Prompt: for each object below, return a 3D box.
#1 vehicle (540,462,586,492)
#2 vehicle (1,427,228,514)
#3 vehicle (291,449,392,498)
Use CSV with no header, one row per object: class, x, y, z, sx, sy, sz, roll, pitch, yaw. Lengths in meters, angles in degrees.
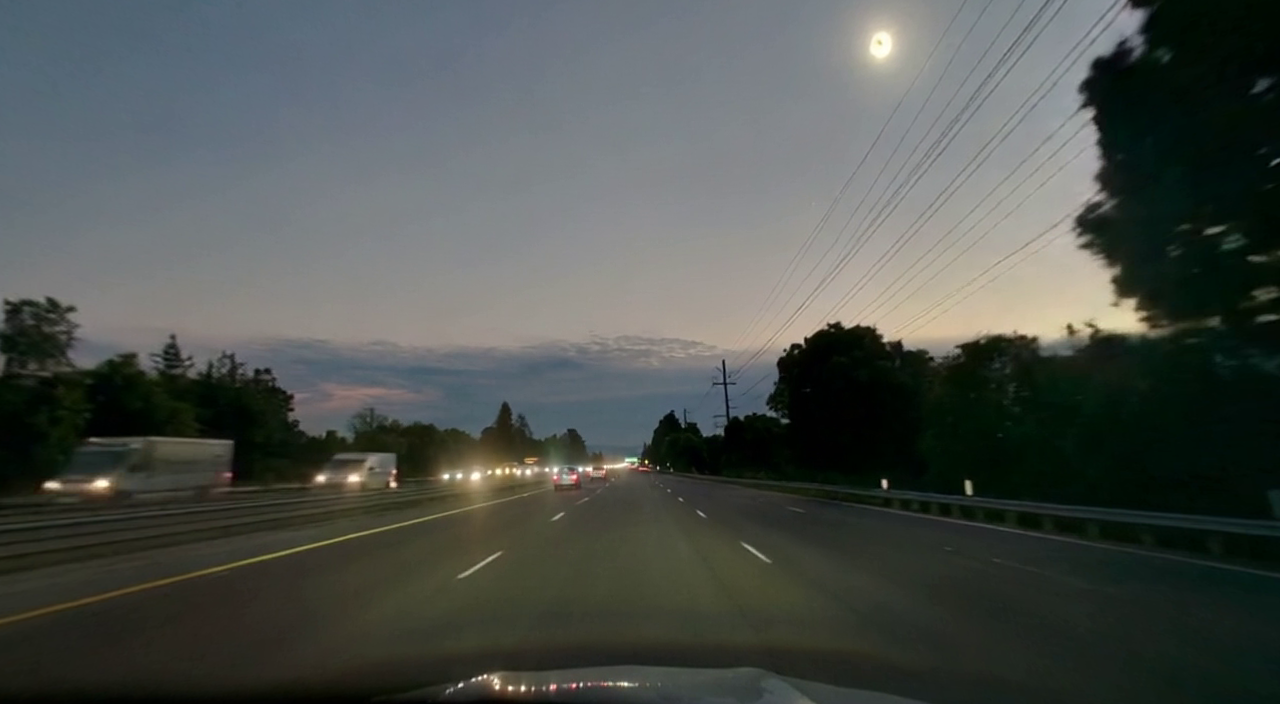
vehicle,-4.221,6.944,35.114,1.963,1.501,4.227,1,-10,0
vehicle,-17.512,4.060,21.712,2.308,2.461,6.231,1,-10,0
vehicle,-13.392,5.507,28.680,2.152,1.945,4.821,1,-10,0
